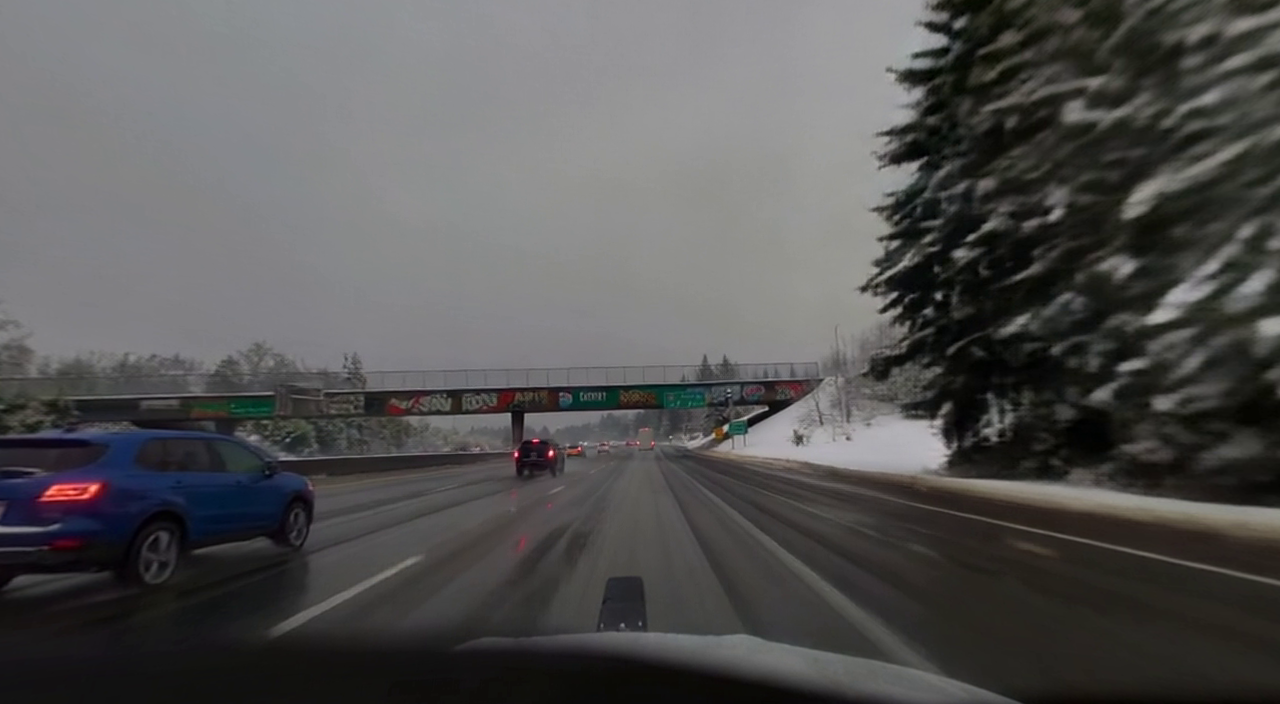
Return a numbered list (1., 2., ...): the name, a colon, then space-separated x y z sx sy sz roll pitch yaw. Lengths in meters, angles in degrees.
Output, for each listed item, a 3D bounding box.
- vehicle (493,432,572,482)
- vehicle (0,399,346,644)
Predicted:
1. vehicle: -3.962 3.959 23.948 2.154 1.693 4.394 0 -8 1
2. vehicle: -4.886 1.427 6.260 1.969 1.633 3.962 0 -8 0
